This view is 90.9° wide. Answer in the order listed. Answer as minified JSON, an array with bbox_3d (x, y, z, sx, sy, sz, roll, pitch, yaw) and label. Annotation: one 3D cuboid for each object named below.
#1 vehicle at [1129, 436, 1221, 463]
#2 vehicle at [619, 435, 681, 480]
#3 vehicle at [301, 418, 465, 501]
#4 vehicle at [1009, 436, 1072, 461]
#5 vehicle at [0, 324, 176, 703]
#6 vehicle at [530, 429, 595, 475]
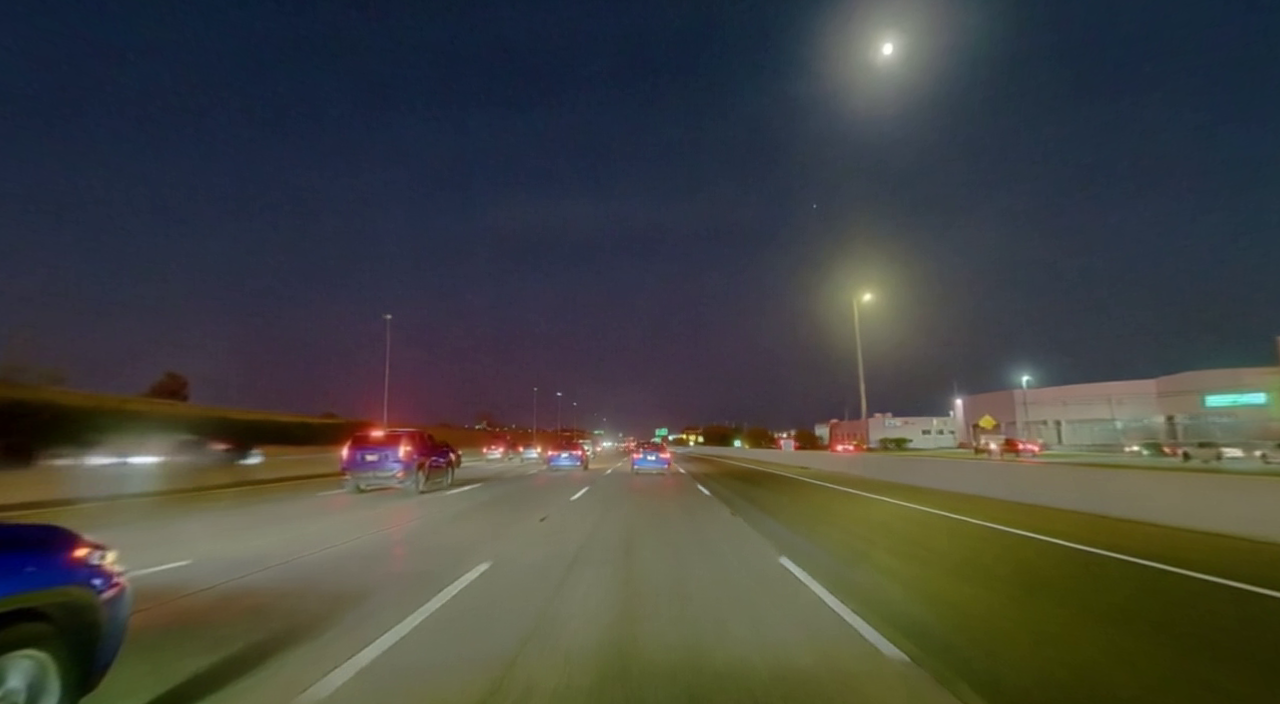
[{"bbox_3d":[30.478,5.564,36.115,1.656,1.442,4.167,0,-8,1],"label":"vehicle"},{"bbox_3d":[0.368,3.848,23.277,2.090,1.474,3.970,0,-8,1],"label":"vehicle"},{"bbox_3d":[-6.312,2.705,16.270,2.125,1.804,4.864,0,-8,1],"label":"vehicle"},{"bbox_3d":[30.977,7.439,48.981,1.858,1.741,4.683,-2,-7,1],"label":"vehicle"},{"bbox_3d":[-3.221,0.536,0.716,1.961,1.687,4.453,0,-8,0],"label":"vehicle"},{"bbox_3d":[-3.051,4.058,25.813,2.007,1.730,4.412,0,-8,1],"label":"vehicle"}]
